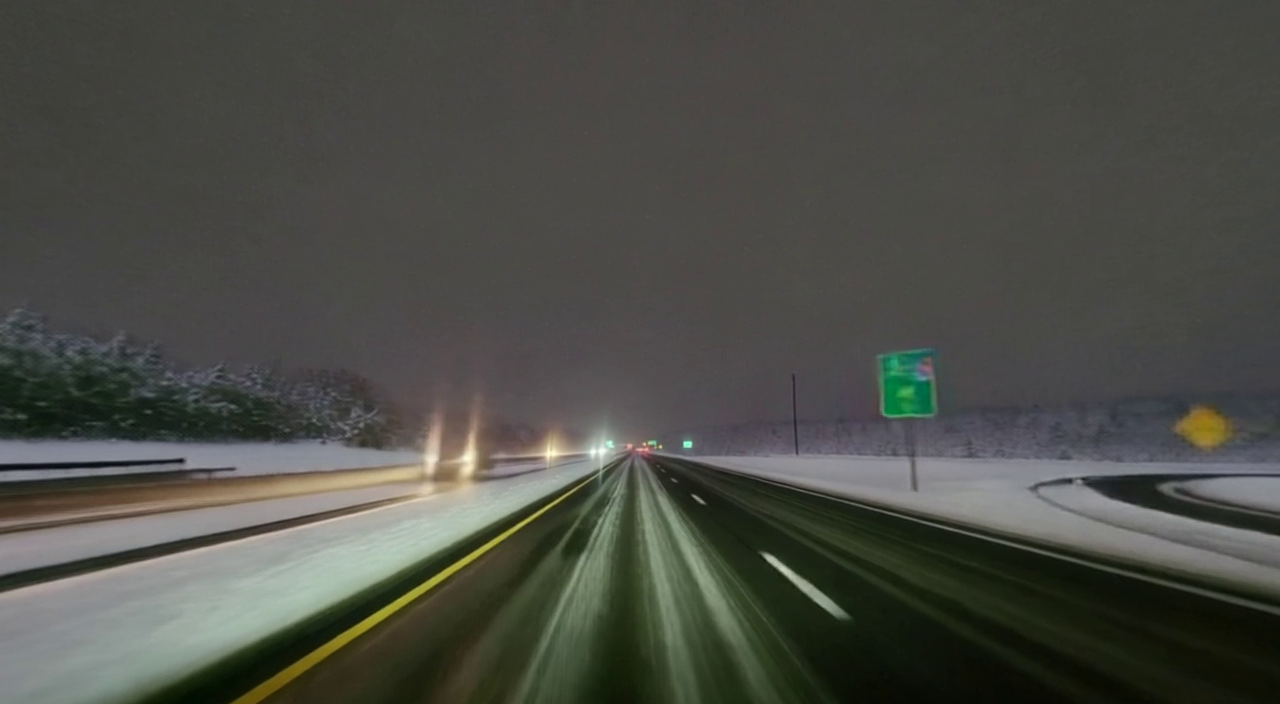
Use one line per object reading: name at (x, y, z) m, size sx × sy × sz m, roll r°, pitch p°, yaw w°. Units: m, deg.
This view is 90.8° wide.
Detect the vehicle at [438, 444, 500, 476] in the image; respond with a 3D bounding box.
vehicle at (-8.667, 5.503, 32.366) m, size 2.003 × 1.535 × 4.230 m, roll 0°, pitch -9°, yaw 0°
